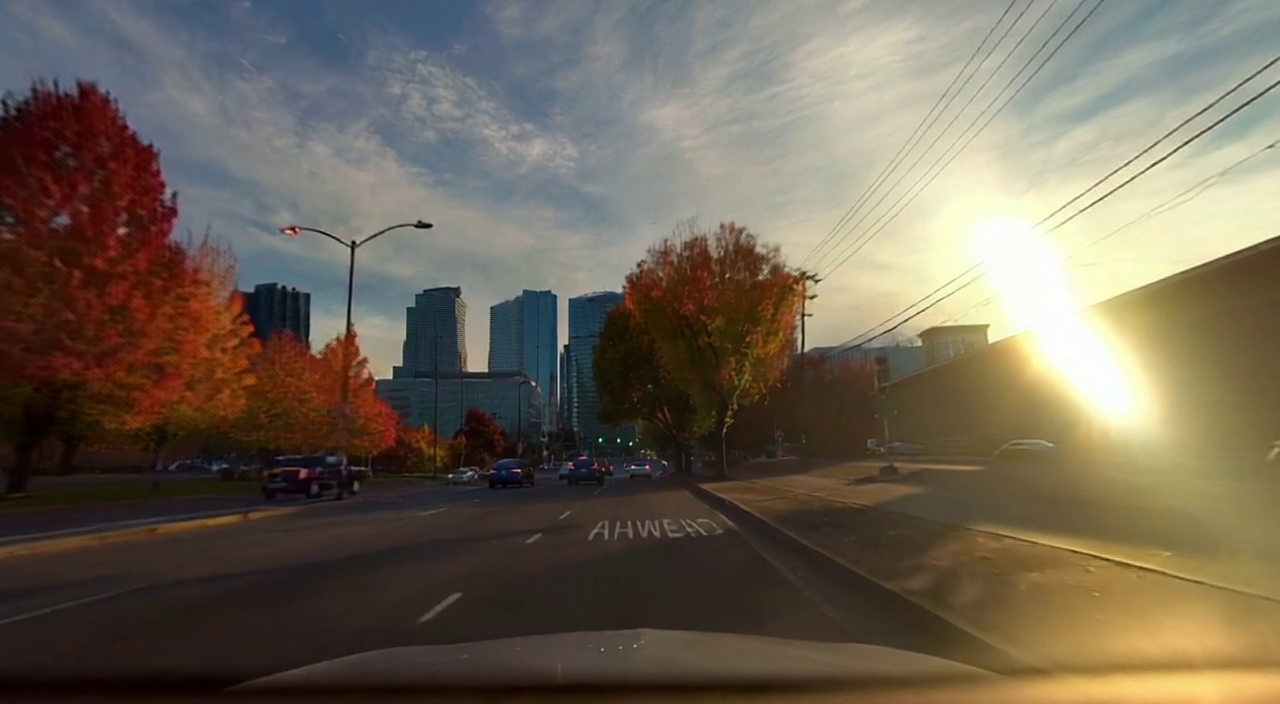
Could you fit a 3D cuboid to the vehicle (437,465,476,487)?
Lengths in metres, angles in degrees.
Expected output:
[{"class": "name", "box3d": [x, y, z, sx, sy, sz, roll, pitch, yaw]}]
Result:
[{"class": "vehicle", "box3d": [-14.259, 9.629, 49.223, 1.909, 1.502, 4.355, 1, -9, -3]}]

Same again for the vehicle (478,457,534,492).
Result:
[{"class": "vehicle", "box3d": [-7.036, 6.450, 33.445, 1.932, 1.596, 4.247, 0, -9, 1]}]

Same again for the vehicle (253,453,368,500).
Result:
[{"class": "vehicle", "box3d": [-15.570, 5.875, 30.294, 2.276, 1.956, 5.850, 0, -9, 1]}]

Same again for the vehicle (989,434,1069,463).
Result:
[{"class": "vehicle", "box3d": [22.109, 5.544, 36.058, 1.884, 1.532, 4.745, 0, -9, 5]}]

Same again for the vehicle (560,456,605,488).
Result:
[{"class": "vehicle", "box3d": [-3.271, 6.950, 36.730, 2.085, 1.663, 4.513, 0, -9, 2]}]
